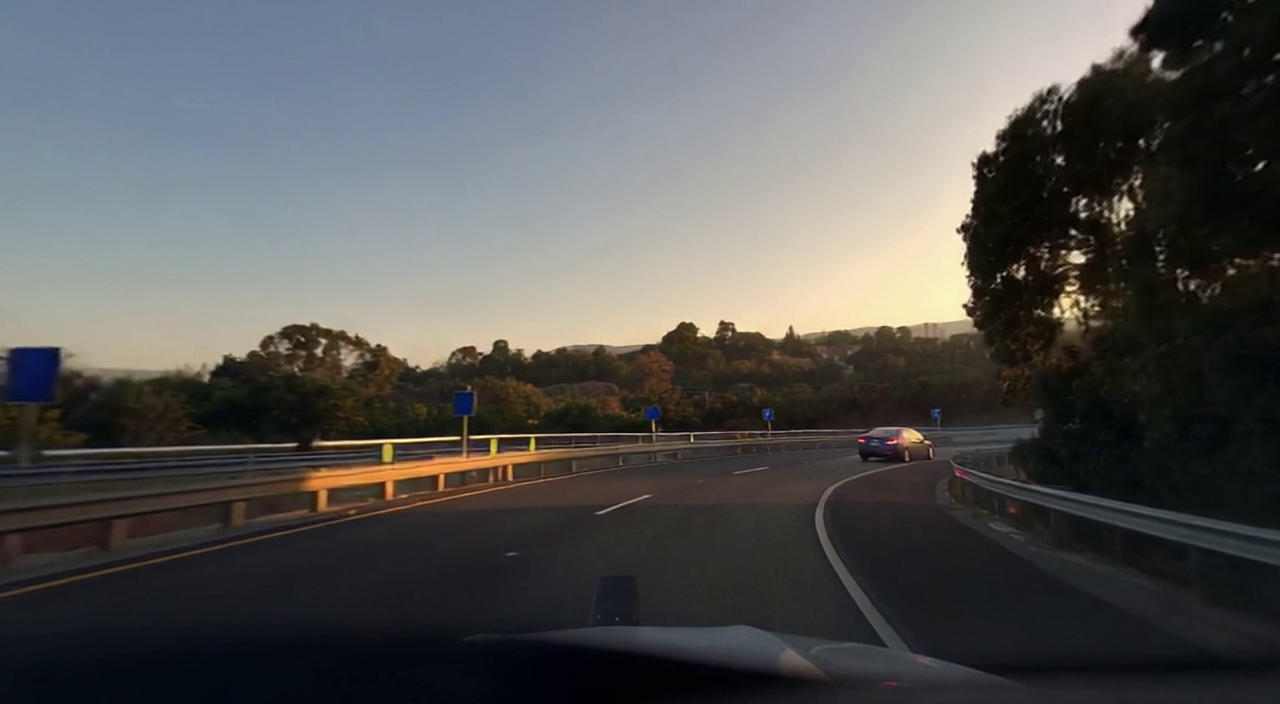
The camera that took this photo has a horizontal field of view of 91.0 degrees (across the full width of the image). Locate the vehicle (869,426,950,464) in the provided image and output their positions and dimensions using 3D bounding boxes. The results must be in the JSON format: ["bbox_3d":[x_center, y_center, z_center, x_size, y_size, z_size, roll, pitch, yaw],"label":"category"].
[{"bbox_3d":[11.835,4.030,27.521,2.028,1.440,3.970,-4,-8,42],"label":"vehicle"}]
